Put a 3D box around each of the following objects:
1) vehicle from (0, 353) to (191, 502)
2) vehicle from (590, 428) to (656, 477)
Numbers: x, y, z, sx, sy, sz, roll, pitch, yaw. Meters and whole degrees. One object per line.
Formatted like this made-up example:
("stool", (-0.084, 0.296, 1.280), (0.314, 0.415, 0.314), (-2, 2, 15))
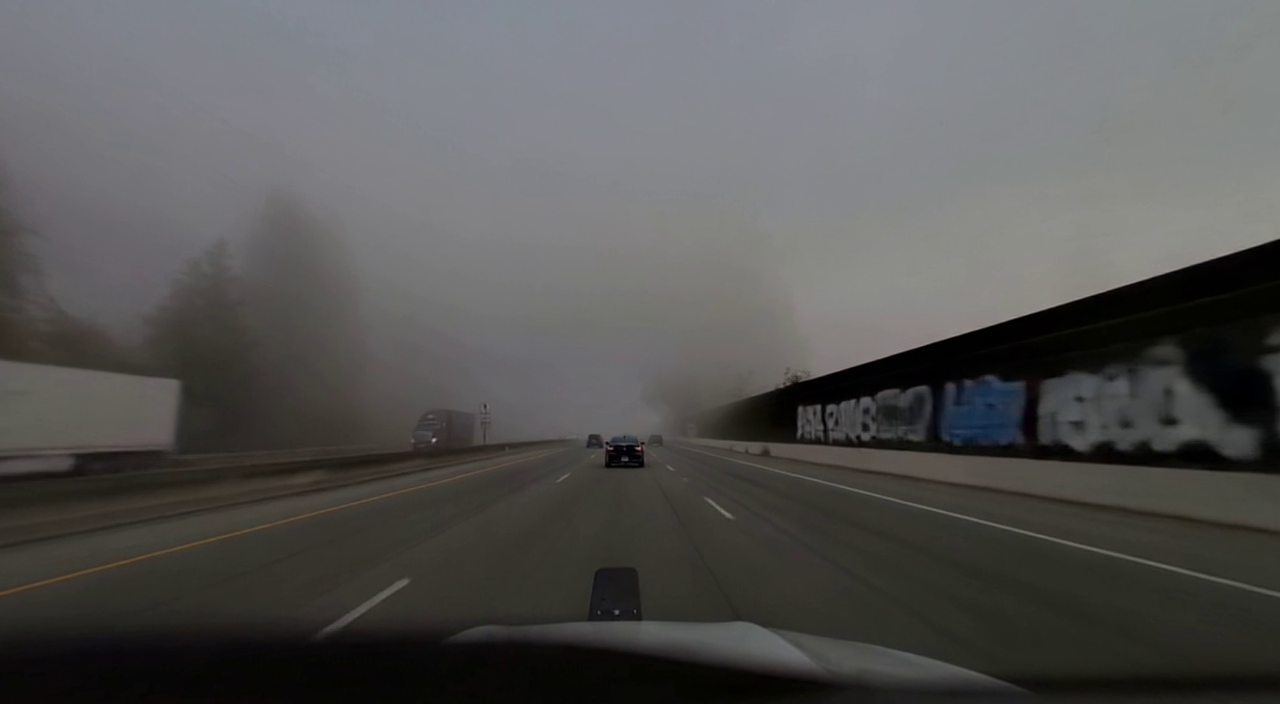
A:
("vehicle", (-21.074, 2.207, 18.524), (3.230, 4.506, 17.563), (0, -7, -1))
("vehicle", (-0.559, 3.364, 21.334), (2.044, 1.477, 3.693), (0, -8, -1))
